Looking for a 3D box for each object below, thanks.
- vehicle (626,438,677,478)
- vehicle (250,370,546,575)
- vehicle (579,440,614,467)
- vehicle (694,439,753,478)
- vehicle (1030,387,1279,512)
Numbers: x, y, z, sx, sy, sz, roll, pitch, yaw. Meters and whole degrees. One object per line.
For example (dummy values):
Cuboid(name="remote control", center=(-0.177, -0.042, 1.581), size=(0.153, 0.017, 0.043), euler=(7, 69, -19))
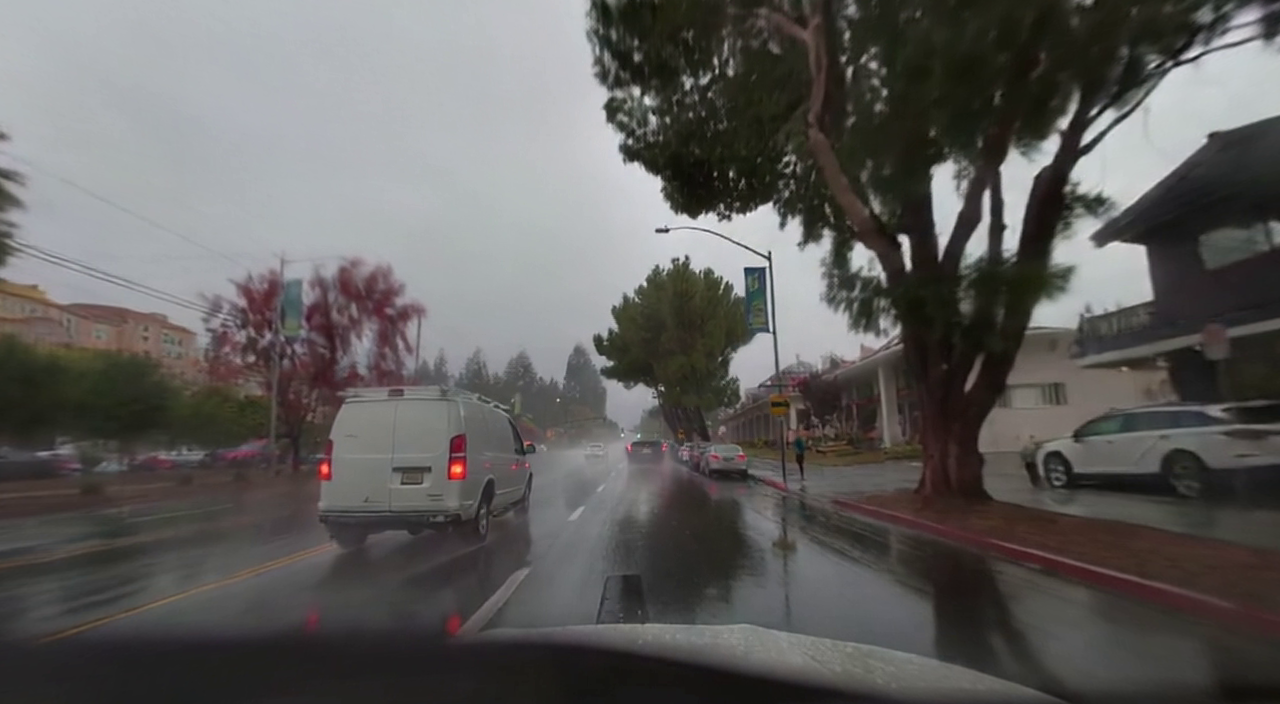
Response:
Cuboid(name="vehicle", center=(0.484, 4.761, 28.641), size=(2.126, 1.657, 4.132), euler=(0, -9, 0))
Cuboid(name="vehicle", center=(-2.896, 1.620, 9.188), size=(2.213, 2.123, 5.124), euler=(0, -9, 0))
Cuboid(name="vehicle", center=(-2.896, 6.870, 42.909), size=(2.028, 1.689, 4.162), euler=(0, -9, 1))
Cuboid(name="vehicle", center=(3.803, 4.947, 29.664), size=(1.947, 1.646, 4.782), euler=(0, -9, -2))
Cuboid(name="vehicle", center=(10.589, 1.910, 12.580), size=(2.062, 1.897, 5.751), euler=(0, -8, 1))
